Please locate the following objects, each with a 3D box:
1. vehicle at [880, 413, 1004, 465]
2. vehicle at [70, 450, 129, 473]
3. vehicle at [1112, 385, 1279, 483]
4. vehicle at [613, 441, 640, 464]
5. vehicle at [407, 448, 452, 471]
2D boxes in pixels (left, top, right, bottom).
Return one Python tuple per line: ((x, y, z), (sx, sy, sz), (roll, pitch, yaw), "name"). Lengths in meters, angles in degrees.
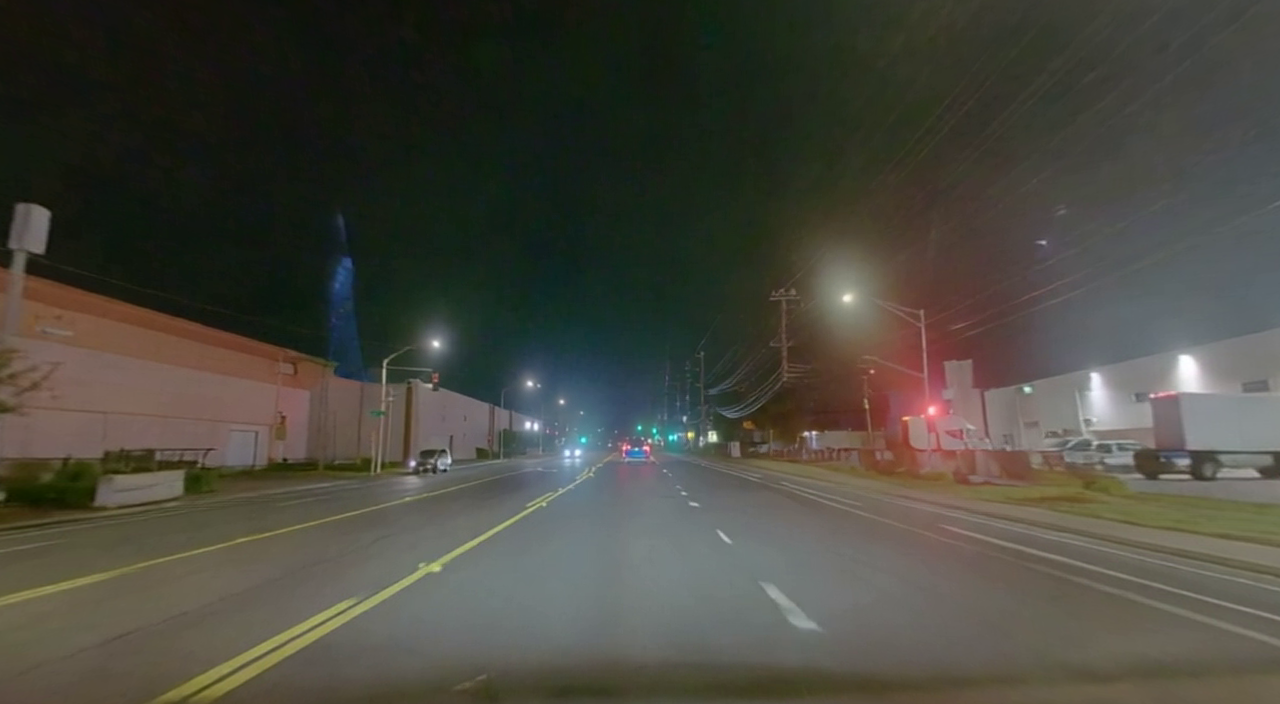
((22.135, 6.447, 46.604), (7.478, 3.666, 2.863), (0, -8, 0), "vehicle")
((-37.788, 7.638, 44.148), (4.343, 1.483, 1.916), (-6, -10, 34), "vehicle")
((24.611, 3.304, 25.366), (8.701, 3.665, 2.906), (0, -8, 1), "vehicle")
((-0.960, 7.467, 47.076), (1.937, 1.588, 3.746), (0, -8, 0), "vehicle")
((-16.151, 8.224, 48.621), (1.936, 1.555, 4.533), (-1, -8, 0), "vehicle")
